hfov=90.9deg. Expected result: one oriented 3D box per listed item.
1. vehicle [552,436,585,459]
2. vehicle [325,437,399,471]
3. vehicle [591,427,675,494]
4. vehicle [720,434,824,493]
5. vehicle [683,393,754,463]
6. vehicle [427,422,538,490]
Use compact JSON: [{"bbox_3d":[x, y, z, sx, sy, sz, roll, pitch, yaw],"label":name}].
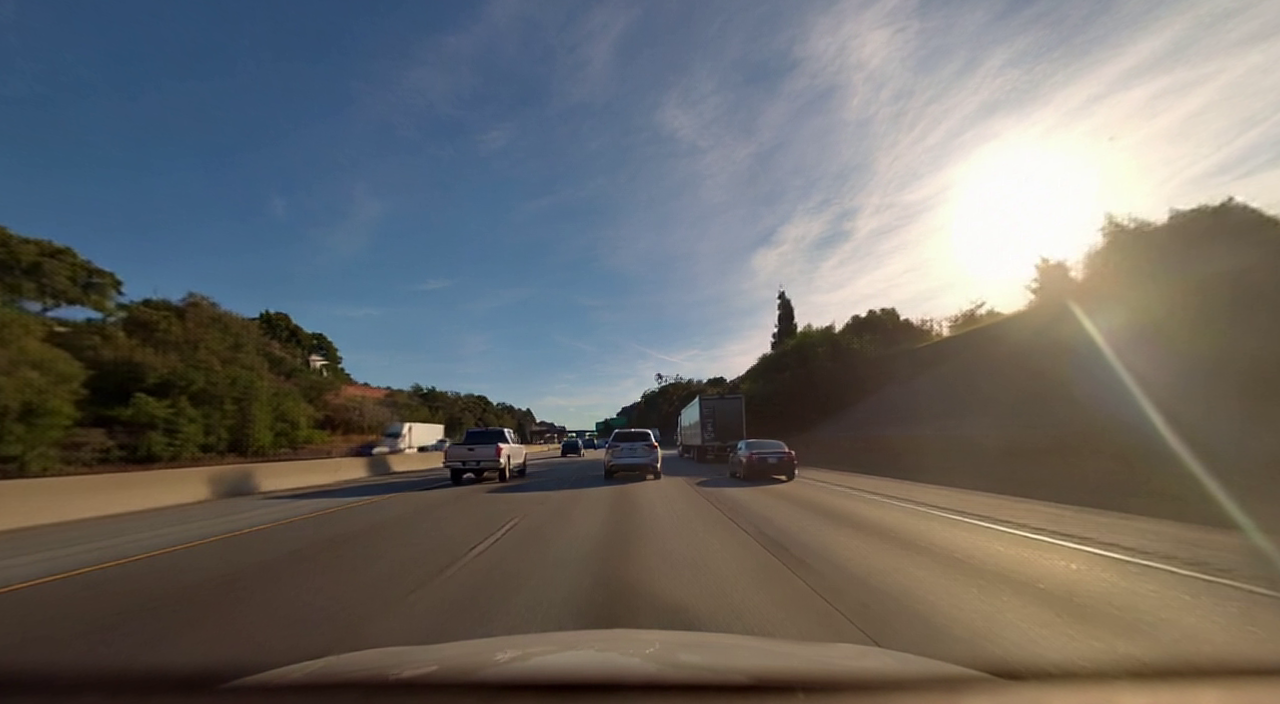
[{"bbox_3d":[-5.436,7.275,48.318,1.971,1.648,3.983,0,-8,1],"label":"vehicle"},{"bbox_3d":[-13.148,4.808,30.051,1.802,1.468,3.904,0,-8,-1],"label":"vehicle"},{"bbox_3d":[-0.219,2.943,17.541,2.083,1.647,3.799,0,-8,-1],"label":"vehicle"},{"bbox_3d":[3.584,3.075,17.878,1.951,1.477,3.963,0,-8,-2],"label":"vehicle"},{"bbox_3d":[5.155,5.478,44.587,2.888,4.135,14.071,0,-8,-2],"label":"vehicle"},{"bbox_3d":[-4.560,3.079,19.080,2.101,1.767,4.702,0,-8,0],"label":"vehicle"}]
